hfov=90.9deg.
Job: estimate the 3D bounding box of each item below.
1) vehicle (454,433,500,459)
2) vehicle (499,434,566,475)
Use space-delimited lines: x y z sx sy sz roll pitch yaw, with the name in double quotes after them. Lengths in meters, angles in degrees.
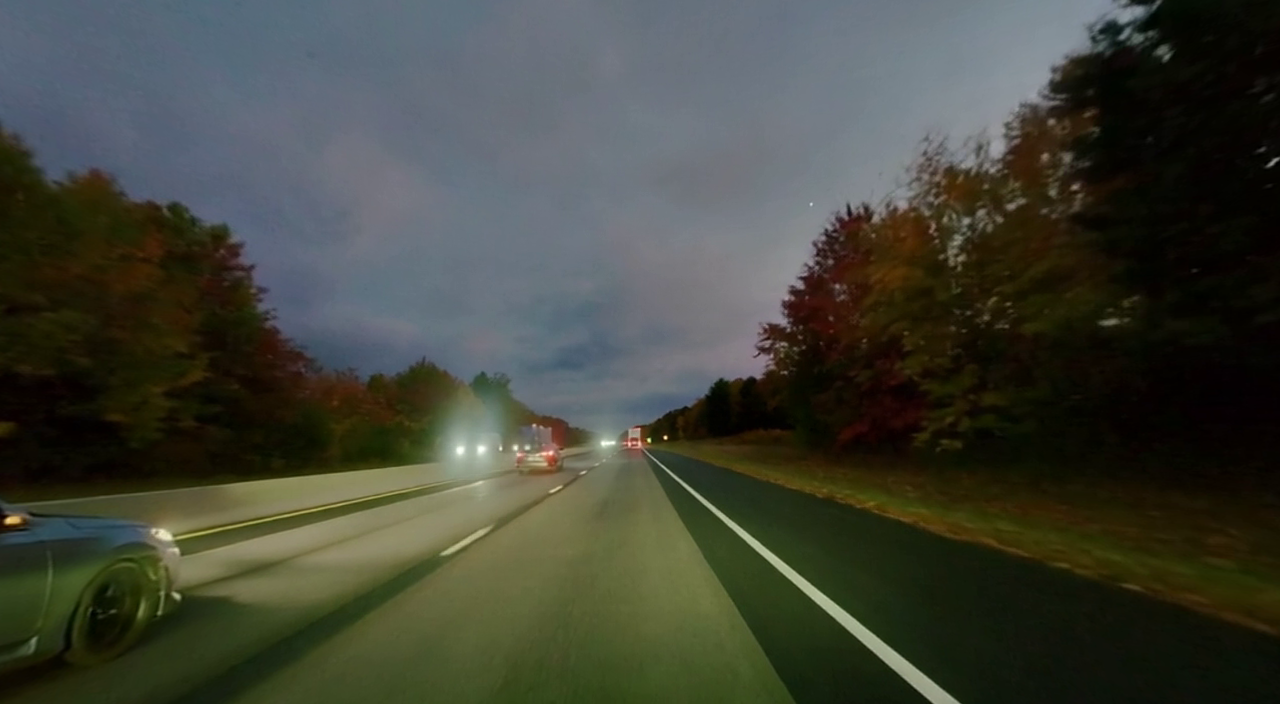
-12.254 7.096 47.599 2.098 1.796 4.845 0 -8 1 "vehicle"
-4.370 4.249 26.289 2.002 1.553 4.247 0 -8 0 "vehicle"
